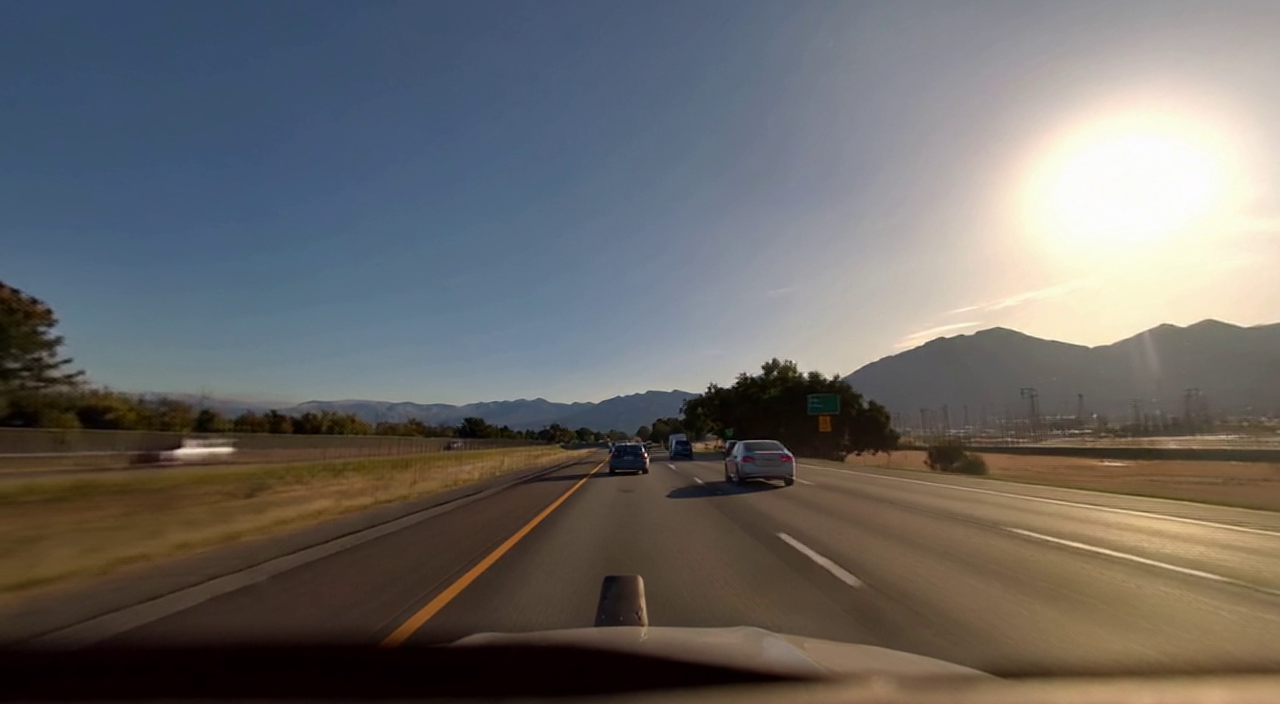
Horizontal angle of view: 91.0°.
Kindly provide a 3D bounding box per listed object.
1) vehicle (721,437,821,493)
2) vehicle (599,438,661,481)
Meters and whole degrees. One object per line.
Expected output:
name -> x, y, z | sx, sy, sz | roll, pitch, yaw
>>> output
vehicle -> 3.735, 3.285, 18.711 | 1.957, 1.447, 4.241 | 0, -8, -2
vehicle -> -0.350, 3.944, 23.291 | 2.085, 1.449, 3.860 | 0, -8, 0
